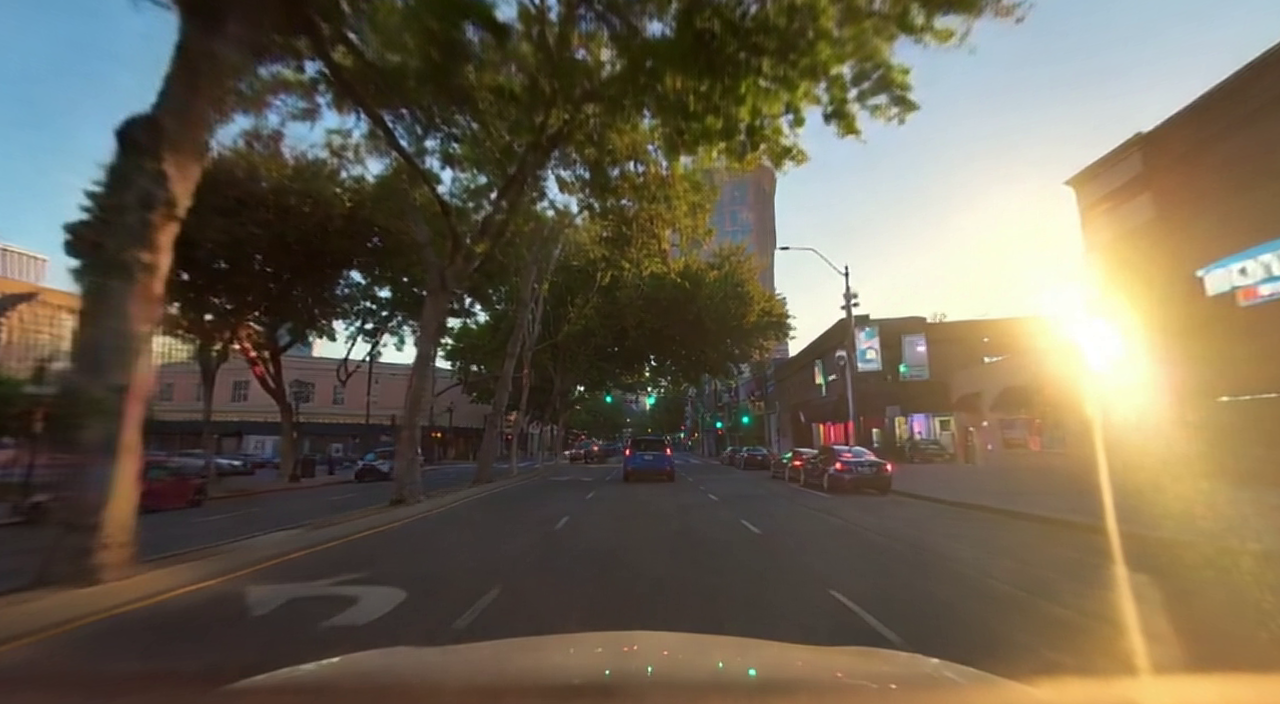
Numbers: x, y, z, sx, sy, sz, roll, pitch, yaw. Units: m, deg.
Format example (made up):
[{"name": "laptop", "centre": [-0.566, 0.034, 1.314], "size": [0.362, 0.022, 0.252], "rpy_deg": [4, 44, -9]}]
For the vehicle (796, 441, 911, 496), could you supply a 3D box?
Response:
[{"name": "vehicle", "centre": [6.448, 3.564, 19.724], "size": [2.048, 1.484, 4.709], "rpy_deg": [0, -8, 1]}]

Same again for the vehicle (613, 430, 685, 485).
[{"name": "vehicle", "centre": [0.287, 3.822, 23.202], "size": [2.382, 1.796, 4.610], "rpy_deg": [0, -8, 0]}]

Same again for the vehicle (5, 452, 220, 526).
[{"name": "vehicle", "centre": [-13.775, 3.546, 16.949], "size": [1.934, 1.639, 4.387], "rpy_deg": [0, -8, 0]}]

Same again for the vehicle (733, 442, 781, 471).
[{"name": "vehicle", "centre": [6.696, 6.024, 36.603], "size": [1.986, 1.515, 4.265], "rpy_deg": [0, -9, 0]}]

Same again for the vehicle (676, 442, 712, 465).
[{"name": "vehicle", "centre": [3.714, 7.064, 44.203], "size": [2.209, 1.478, 4.138], "rpy_deg": [0, -8, 0]}]

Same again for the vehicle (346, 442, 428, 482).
[{"name": "vehicle", "centre": [-13.496, 5.870, 34.109], "size": [2.197, 1.985, 5.183], "rpy_deg": [0, -8, 1]}]
